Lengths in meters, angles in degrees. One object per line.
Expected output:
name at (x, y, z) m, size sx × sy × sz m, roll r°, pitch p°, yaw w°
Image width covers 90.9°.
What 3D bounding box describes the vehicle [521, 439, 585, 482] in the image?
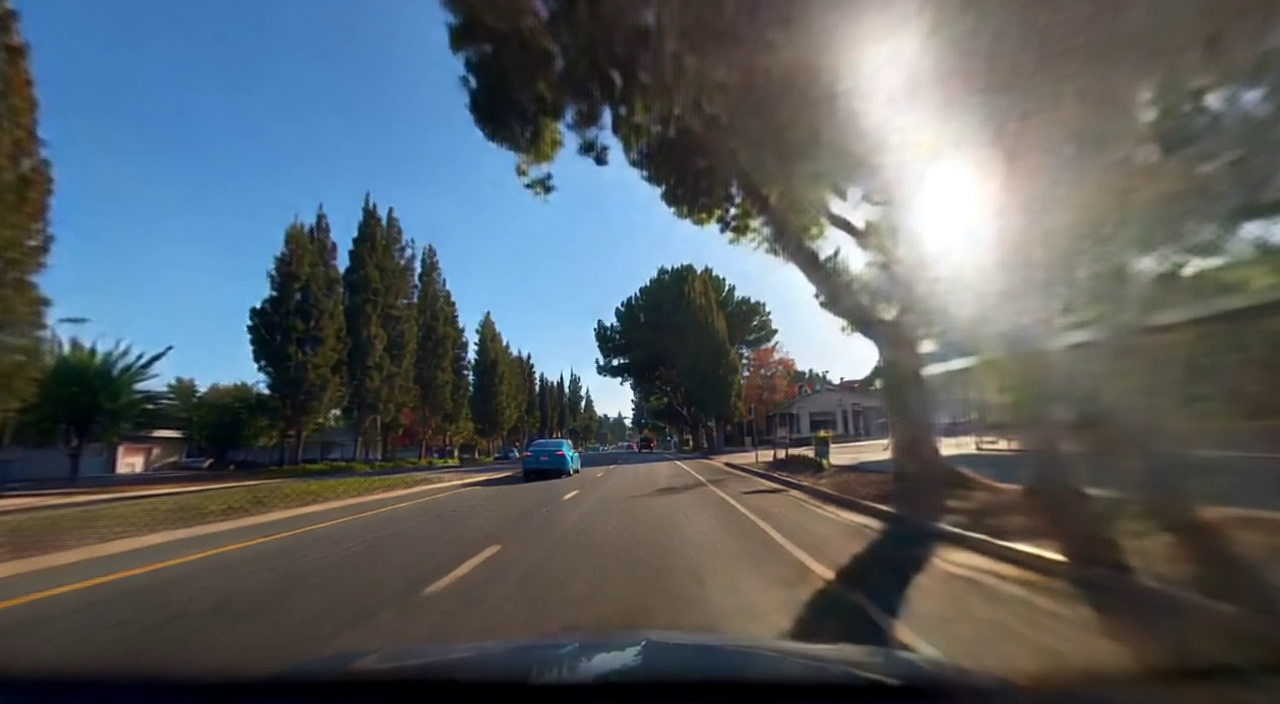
vehicle at (-3.544, 4.525, 26.530) m, size 1.914 × 1.630 × 4.351 m, roll -1°, pitch -8°, yaw 2°
